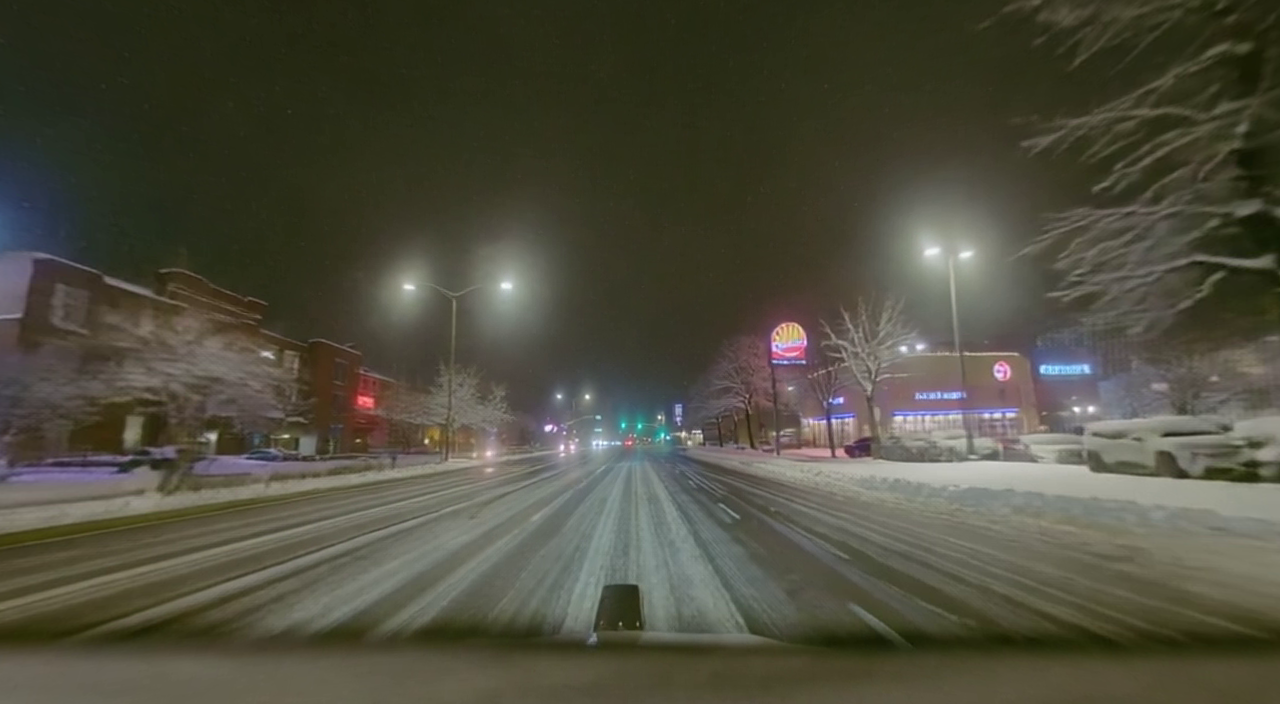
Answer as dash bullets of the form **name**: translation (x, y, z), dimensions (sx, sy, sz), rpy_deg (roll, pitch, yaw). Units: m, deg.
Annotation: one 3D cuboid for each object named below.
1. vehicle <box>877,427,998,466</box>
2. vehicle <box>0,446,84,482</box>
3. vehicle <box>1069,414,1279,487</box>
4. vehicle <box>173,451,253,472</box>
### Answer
- **vehicle**: translation (13.377, 4.279, 28.568), dimensions (4.386, 1.570, 2.043), rpy_deg (-1, -9, -2)
- **vehicle**: translation (-30.722, 5.556, 31.495), dimensions (4.189, 1.678, 1.887), rpy_deg (0, -8, 1)
- **vehicle**: translation (14.337, 2.496, 16.160), dimensions (5.134, 1.732, 2.047), rpy_deg (0, -8, 0)
- **vehicle**: translation (-31.301, 8.007, 46.393), dimensions (4.593, 1.433, 1.711), rpy_deg (0, -8, -1)
